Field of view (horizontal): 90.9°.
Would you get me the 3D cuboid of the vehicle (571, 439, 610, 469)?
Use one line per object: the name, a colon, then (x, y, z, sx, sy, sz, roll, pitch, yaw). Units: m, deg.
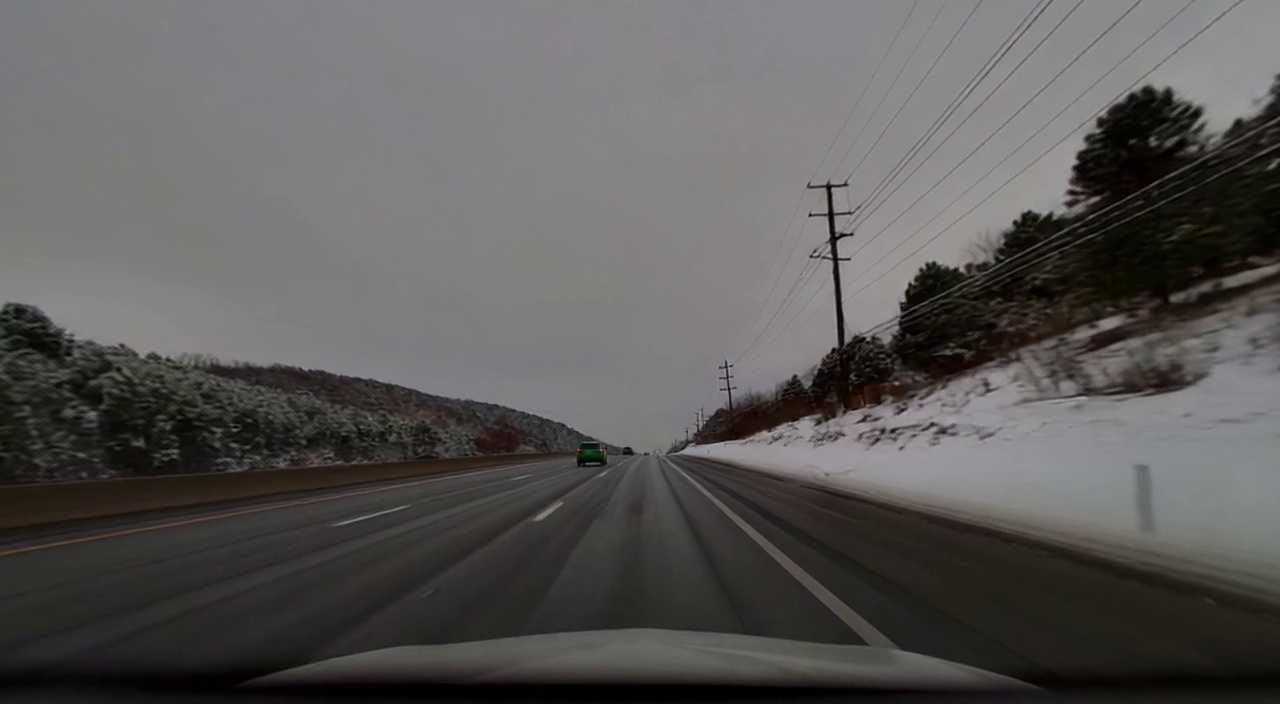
vehicle: (-3.197, 6.687, 41.603, 2.136, 1.845, 4.515, -1, -8, 1)
